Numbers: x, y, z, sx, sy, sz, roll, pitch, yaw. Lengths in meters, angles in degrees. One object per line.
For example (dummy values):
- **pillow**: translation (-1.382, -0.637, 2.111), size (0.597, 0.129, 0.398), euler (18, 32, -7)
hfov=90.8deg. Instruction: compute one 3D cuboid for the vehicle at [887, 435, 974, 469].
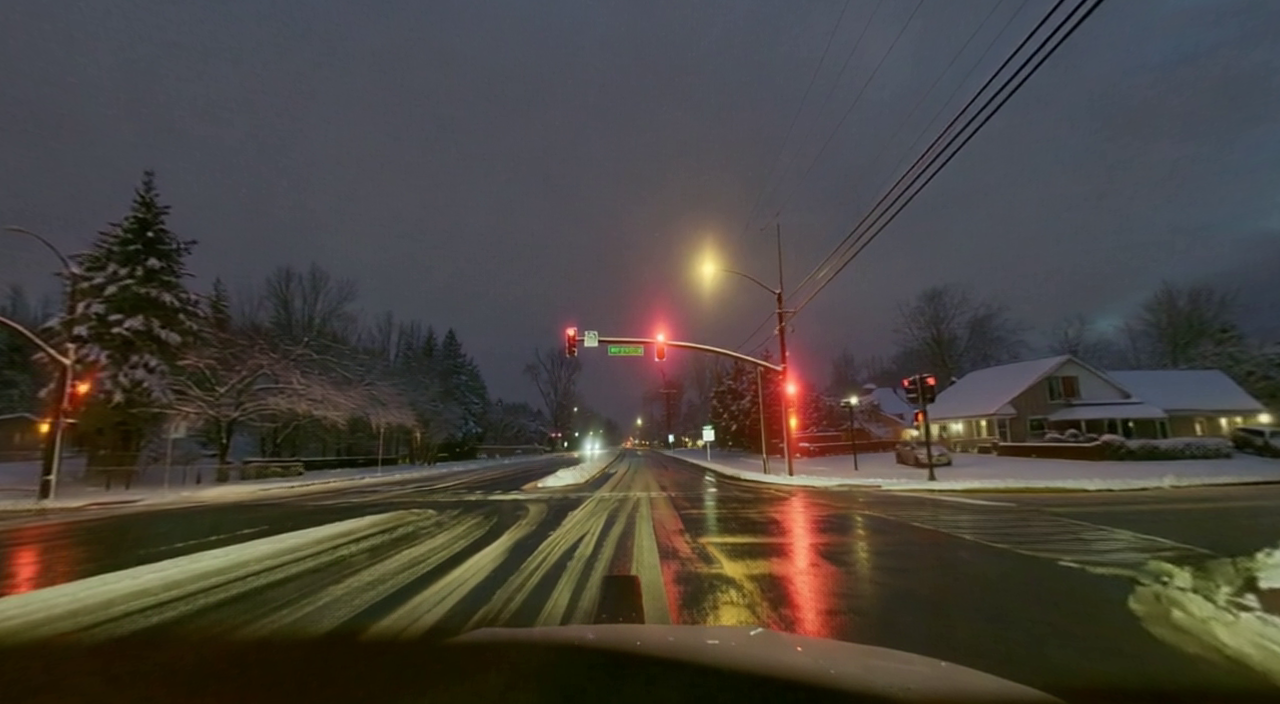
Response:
- **vehicle**: translation (14.966, 5.206, 32.856), size (1.959, 1.471, 4.570), euler (-4, -8, -5)
